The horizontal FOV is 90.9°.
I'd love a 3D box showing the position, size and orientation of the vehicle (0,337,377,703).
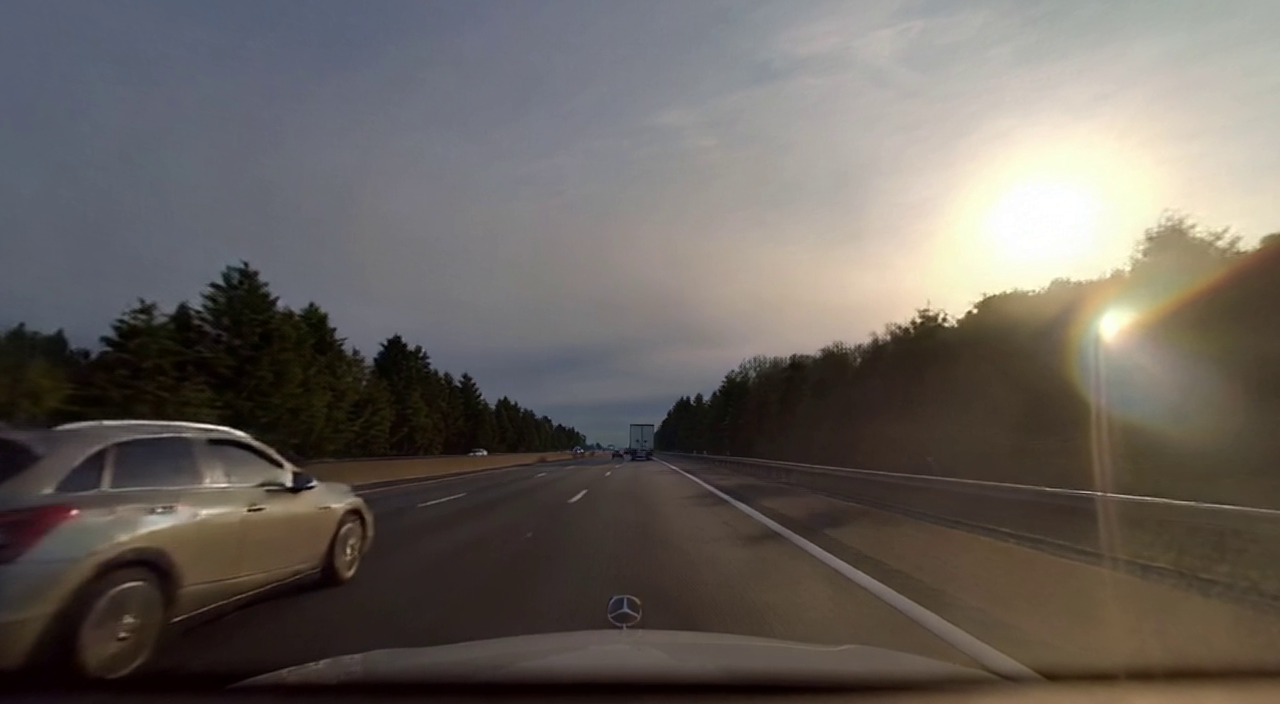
[{"bbox_3d":[-3.337,0.933,3.166,2.017,1.680,4.636,0,-9,0],"label":"vehicle"}]
